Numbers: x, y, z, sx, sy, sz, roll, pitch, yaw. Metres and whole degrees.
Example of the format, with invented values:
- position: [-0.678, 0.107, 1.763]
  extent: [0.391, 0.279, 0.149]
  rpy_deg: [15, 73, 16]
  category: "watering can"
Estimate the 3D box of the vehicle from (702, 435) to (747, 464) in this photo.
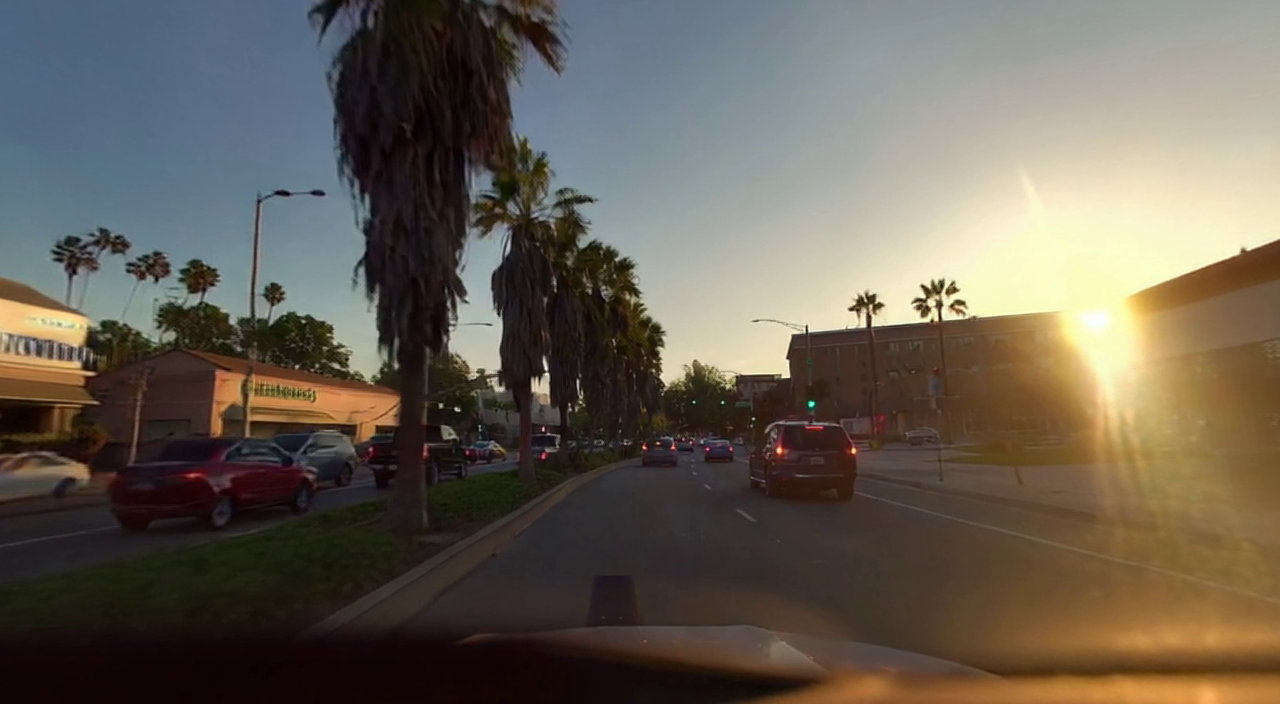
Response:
- position: [4.664, 5.473, 35.602]
  extent: [2.149, 1.532, 4.168]
  rpy_deg: [-1, -8, 3]
  category: "vehicle"

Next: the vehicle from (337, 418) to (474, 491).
- position: [-6.767, 3.039, 18.920]
  extent: [2.127, 1.888, 4.637]
  rpy_deg: [-1, -8, 2]
  category: "vehicle"

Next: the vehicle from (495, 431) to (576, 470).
- position: [-5.020, 4.840, 31.174]
  extent: [2.088, 1.746, 4.650]
  rpy_deg: [-3, -9, 17]
  category: "vehicle"

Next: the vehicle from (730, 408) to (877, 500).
- position: [3.820, 2.536, 15.968]
  extent: [2.267, 1.931, 5.145]
  rpy_deg: [0, -8, -1]
  category: "vehicle"

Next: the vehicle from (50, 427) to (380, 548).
- position: [-6.353, 2.067, 10.430]
  extent: [1.935, 1.483, 4.973]
  rpy_deg: [0, -8, 1]
  category: "vehicle"

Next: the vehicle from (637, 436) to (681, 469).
- position: [1.003, 4.989, 31.529]
  extent: [2.057, 1.492, 3.825]
  rpy_deg: [-1, -8, 4]
  category: "vehicle"
